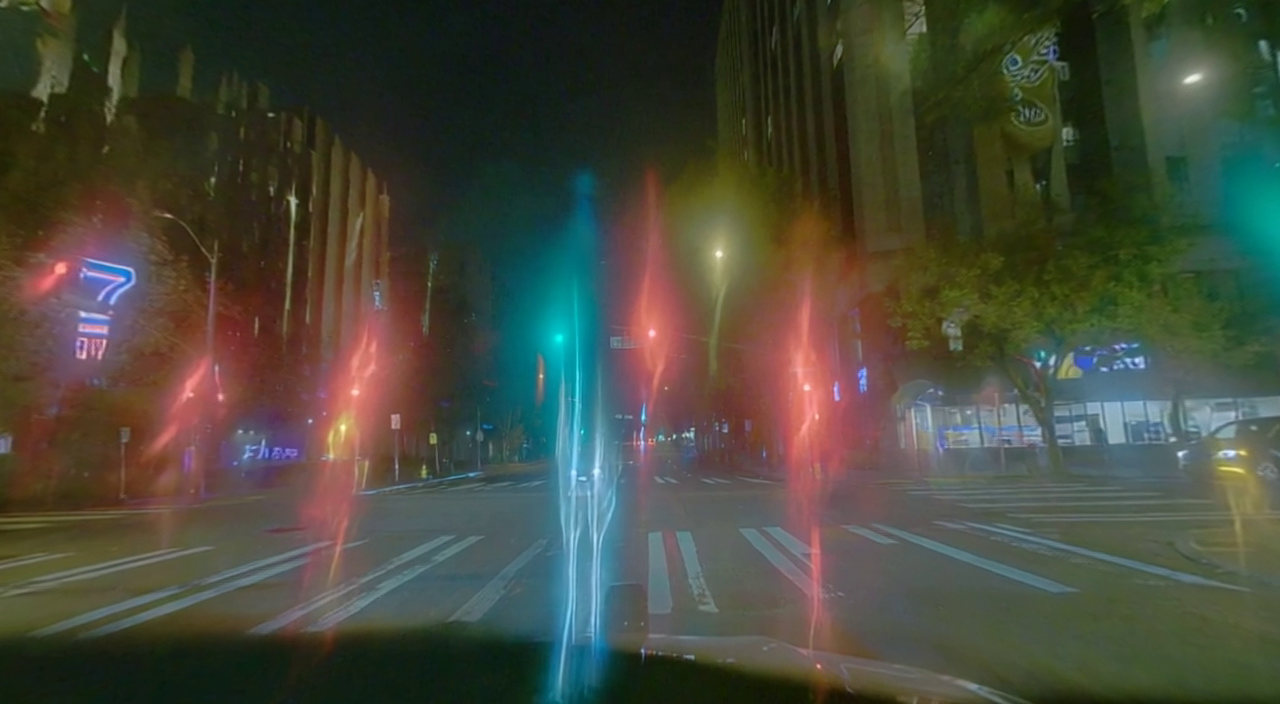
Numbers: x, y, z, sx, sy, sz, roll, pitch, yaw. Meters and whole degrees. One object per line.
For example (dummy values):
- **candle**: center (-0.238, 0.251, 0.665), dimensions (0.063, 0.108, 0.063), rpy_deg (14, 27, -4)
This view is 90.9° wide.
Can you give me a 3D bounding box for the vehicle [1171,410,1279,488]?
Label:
- **vehicle**: center (16.624, 2.408, 15.761), dimensions (4.836, 1.795, 1.957), rpy_deg (0, -8, 0)
